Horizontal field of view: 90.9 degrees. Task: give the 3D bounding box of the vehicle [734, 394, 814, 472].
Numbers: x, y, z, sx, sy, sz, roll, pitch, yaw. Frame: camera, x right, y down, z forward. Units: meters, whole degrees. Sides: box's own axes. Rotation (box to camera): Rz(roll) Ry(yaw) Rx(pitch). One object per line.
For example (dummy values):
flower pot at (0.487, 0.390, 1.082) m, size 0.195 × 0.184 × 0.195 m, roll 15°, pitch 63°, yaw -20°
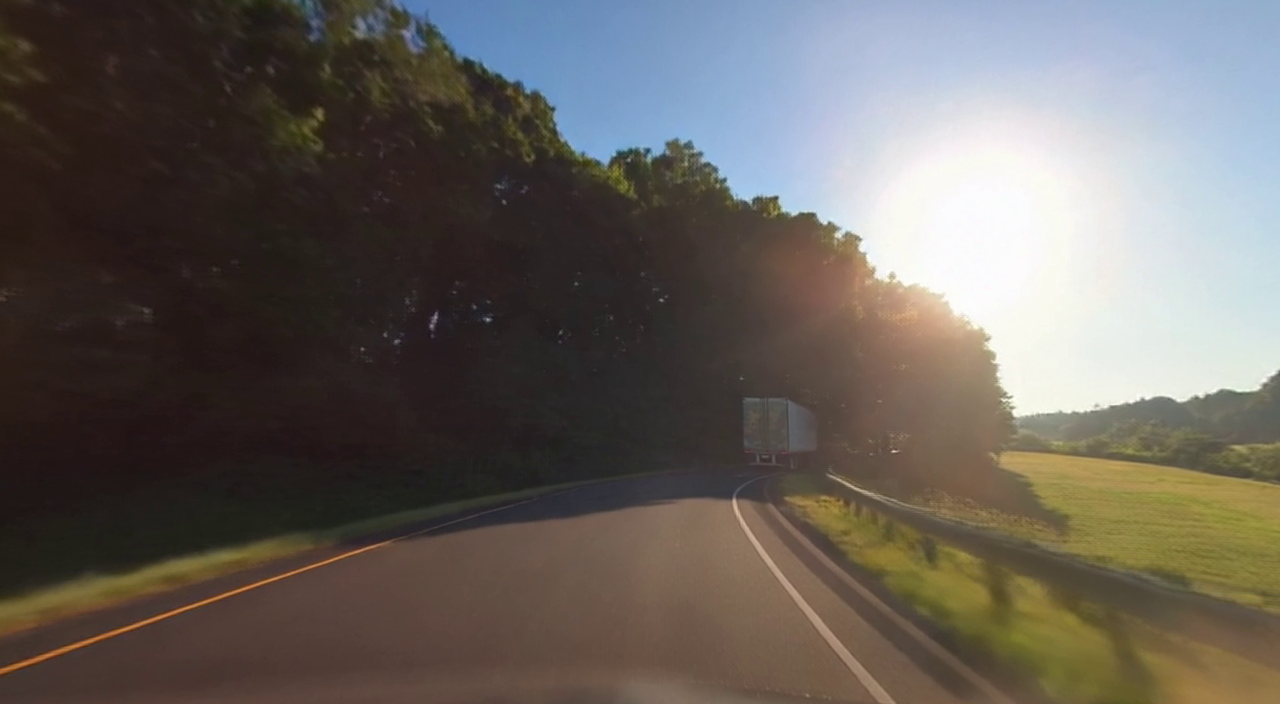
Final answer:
vehicle at (9.052, 5.442, 40.847) m, size 3.087 × 4.178 × 13.682 m, roll -3°, pitch -9°, yaw 20°
